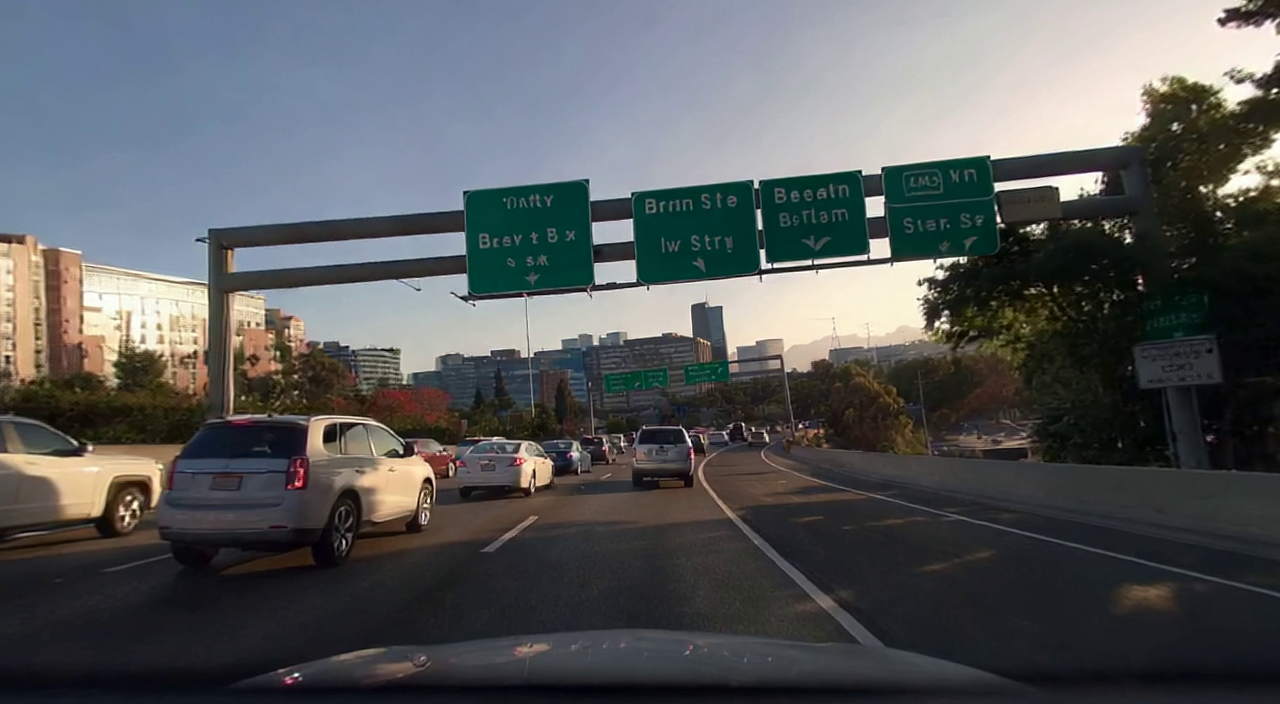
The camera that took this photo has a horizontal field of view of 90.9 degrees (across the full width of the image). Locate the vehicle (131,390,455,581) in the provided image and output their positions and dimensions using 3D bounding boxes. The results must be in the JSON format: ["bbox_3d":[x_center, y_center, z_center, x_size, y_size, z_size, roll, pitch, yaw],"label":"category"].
[{"bbox_3d":[-4.042,1.623,8.355,1.850,1.862,4.150,0,-9,1],"label":"vehicle"}]

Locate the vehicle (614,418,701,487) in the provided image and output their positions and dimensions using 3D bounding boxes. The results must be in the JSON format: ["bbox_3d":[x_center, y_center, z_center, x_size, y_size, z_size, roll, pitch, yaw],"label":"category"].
[{"bbox_3d":[0.693,3.484,22.039,2.616,2.063,5.933,0,-9,3],"label":"vehicle"}]

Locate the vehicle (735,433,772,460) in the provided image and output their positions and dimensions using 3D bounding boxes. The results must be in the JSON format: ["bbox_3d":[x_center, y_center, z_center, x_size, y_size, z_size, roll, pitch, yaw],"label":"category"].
[{"bbox_3d":[7.891,6.547,43.796,2.329,1.760,4.525,-1,-9,10],"label":"vehicle"}]

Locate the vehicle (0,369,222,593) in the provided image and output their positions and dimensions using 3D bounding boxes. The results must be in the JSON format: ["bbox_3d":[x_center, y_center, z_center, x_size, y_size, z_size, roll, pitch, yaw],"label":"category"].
[{"bbox_3d":[-7.474,1.272,6.248,2.476,2.156,5.931,0,-9,1],"label":"vehicle"}]

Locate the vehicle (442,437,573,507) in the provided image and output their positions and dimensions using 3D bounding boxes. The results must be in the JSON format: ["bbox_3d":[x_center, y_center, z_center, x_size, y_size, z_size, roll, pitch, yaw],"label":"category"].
[{"bbox_3d":[-3.123,2.955,16.104,1.998,1.494,5.020,0,-9,3],"label":"vehicle"}]
